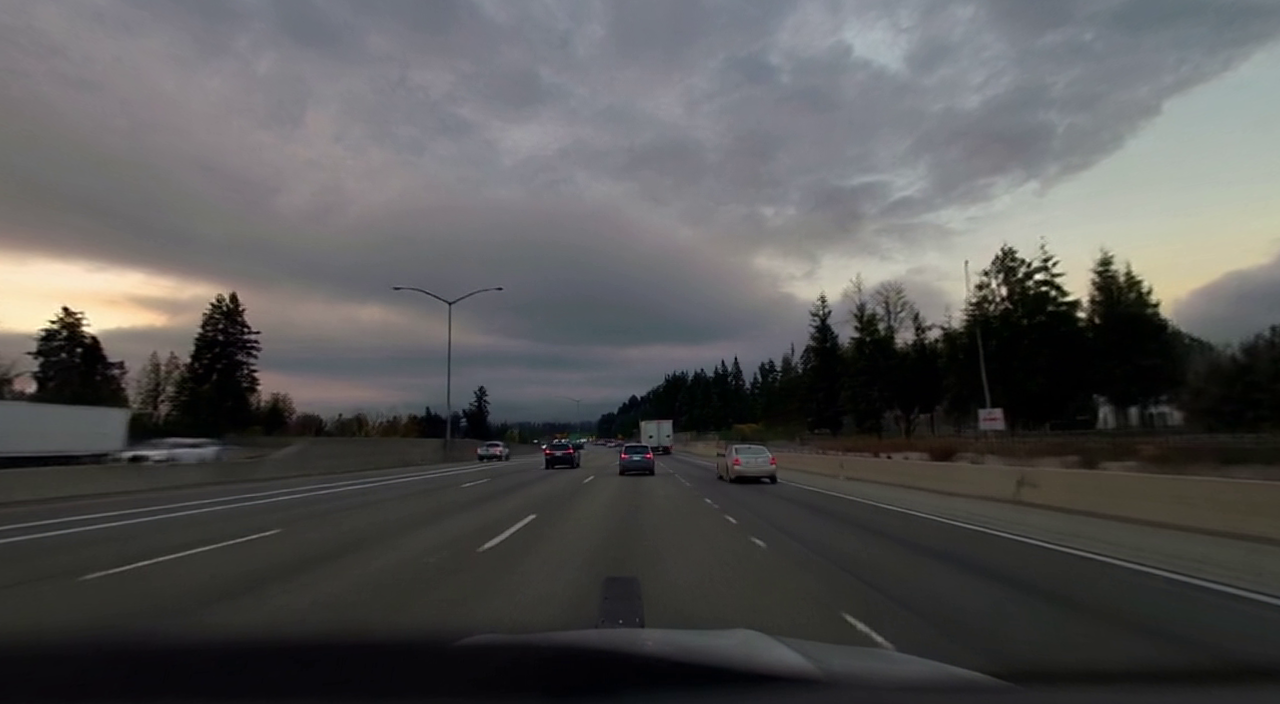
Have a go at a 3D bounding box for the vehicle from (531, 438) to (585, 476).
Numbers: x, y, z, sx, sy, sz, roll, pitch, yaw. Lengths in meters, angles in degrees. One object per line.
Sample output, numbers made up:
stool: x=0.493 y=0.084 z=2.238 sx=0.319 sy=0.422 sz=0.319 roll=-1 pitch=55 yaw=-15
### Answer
vehicle: x=-3.951 y=5.110 z=31.107 sx=1.988 sy=1.696 sz=4.754 roll=0 pitch=-8 yaw=0

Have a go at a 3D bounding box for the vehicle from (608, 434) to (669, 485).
vehicle: x=-0.074 y=4.024 z=23.962 sx=2.103 sy=1.717 sz=4.399 roll=0 pitch=-8 yaw=0

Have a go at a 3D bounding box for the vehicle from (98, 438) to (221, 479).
vehicle: x=-19.354 y=4.292 z=25.681 sx=2.084 sy=1.519 sz=3.662 roll=0 pitch=-8 yaw=0

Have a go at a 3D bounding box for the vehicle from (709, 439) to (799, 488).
vehicle: x=3.778 y=3.794 z=21.917 sx=2.146 sy=1.482 sz=4.665 roll=0 pitch=-8 yaw=-2

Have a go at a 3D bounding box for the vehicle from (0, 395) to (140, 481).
vehicle: x=-30.804 y=3.853 z=28.334 sx=3.101 sy=3.887 sz=16.562 roll=0 pitch=-8 yaw=1
